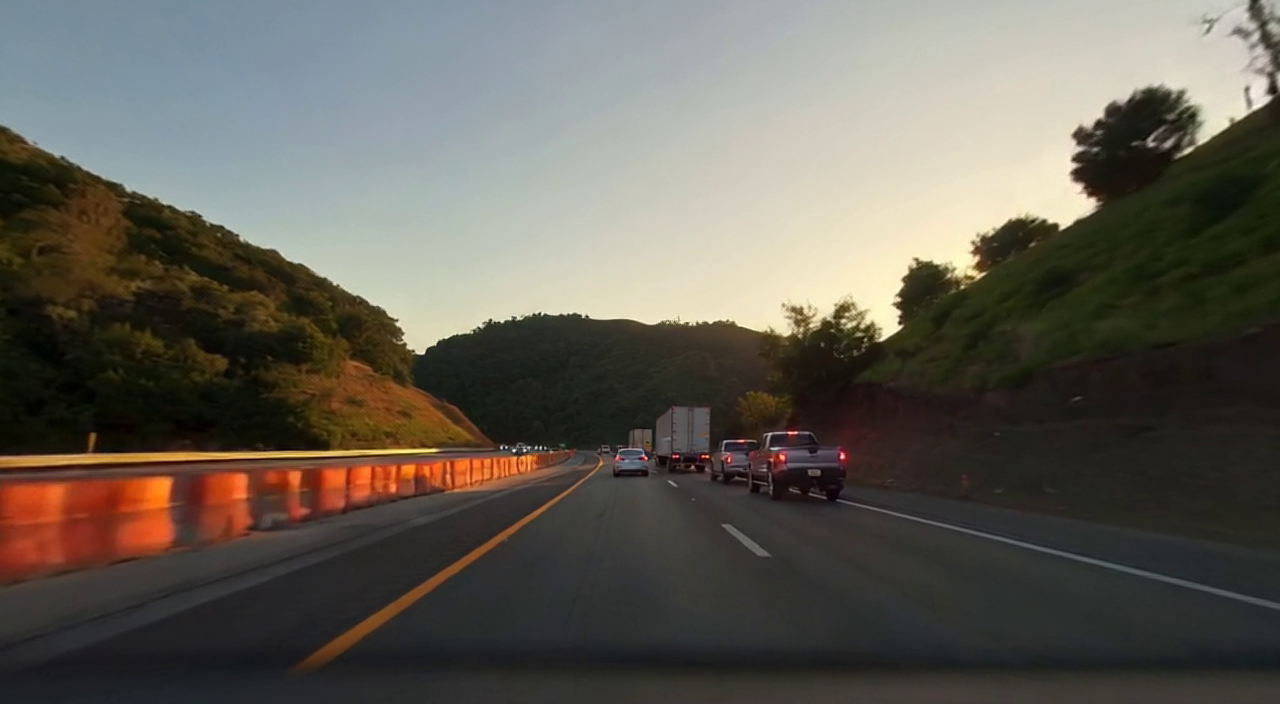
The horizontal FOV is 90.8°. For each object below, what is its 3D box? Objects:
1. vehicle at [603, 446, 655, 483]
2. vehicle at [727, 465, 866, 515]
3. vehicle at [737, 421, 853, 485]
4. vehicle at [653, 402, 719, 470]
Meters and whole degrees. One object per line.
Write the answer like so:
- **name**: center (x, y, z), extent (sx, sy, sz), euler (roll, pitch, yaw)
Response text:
- **vehicle**: center (-0.457, 4.660, 26.344), extent (2.029, 1.437, 3.794), euler (0, -9, -1)
- **vehicle**: center (3.864, 3.552, 16.741), extent (2.129, 0.956, 5.390), euler (0, -9, -2)
- **vehicle**: center (3.921, 2.684, 16.755), extent (1.873, 1.465, 4.264), euler (0, -9, -2)
- **vehicle**: center (2.958, 6.302, 46.037), extent (2.911, 4.099, 14.578), euler (0, -9, -3)
